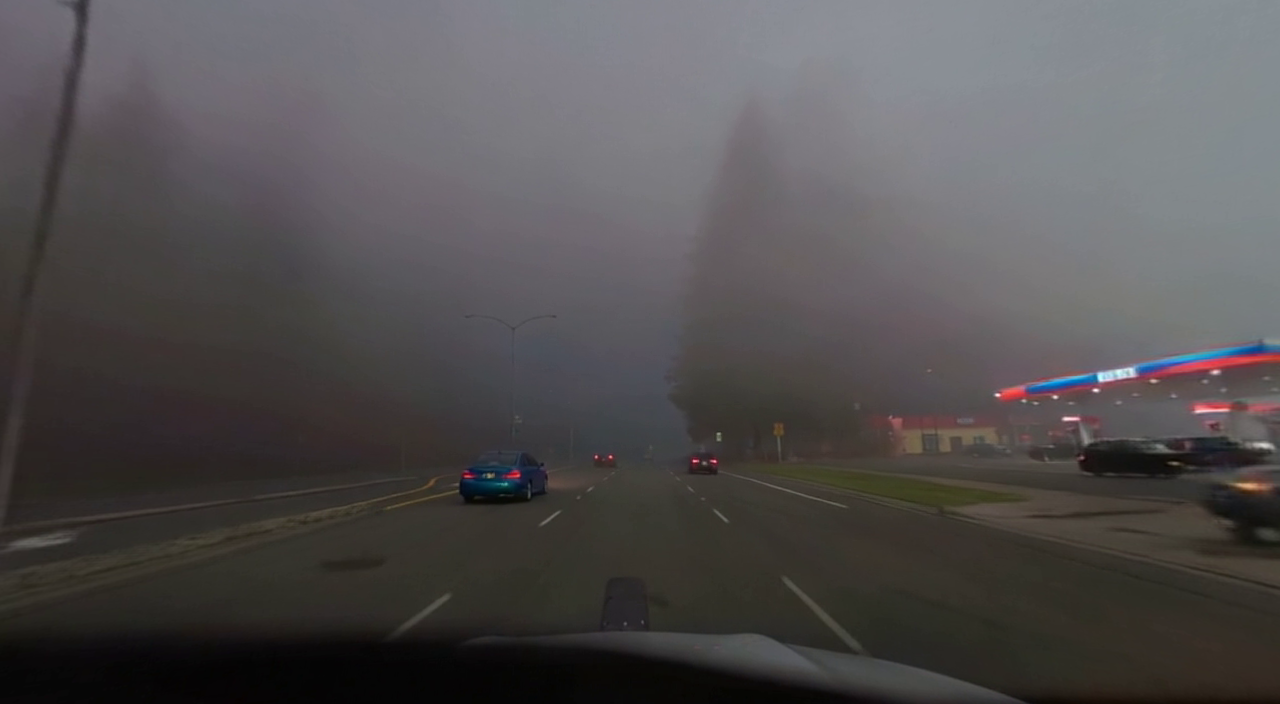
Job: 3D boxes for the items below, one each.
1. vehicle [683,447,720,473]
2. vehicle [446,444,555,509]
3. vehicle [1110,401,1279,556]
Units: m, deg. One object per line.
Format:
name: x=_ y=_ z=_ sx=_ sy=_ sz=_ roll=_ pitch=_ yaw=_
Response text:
vehicle: x=3.813 y=6.775 z=39.753 sx=1.883 sy=1.465 sz=3.975 roll=0 pitch=-8 yaw=-1
vehicle: x=-3.454 y=3.154 z=16.540 sx=1.803 sy=1.463 sz=4.422 roll=0 pitch=-8 yaw=1
vehicle: x=10.577 y=1.577 z=8.815 sx=5.931 sy=1.872 sz=2.264 roll=-3 pitch=-9 yaw=3
